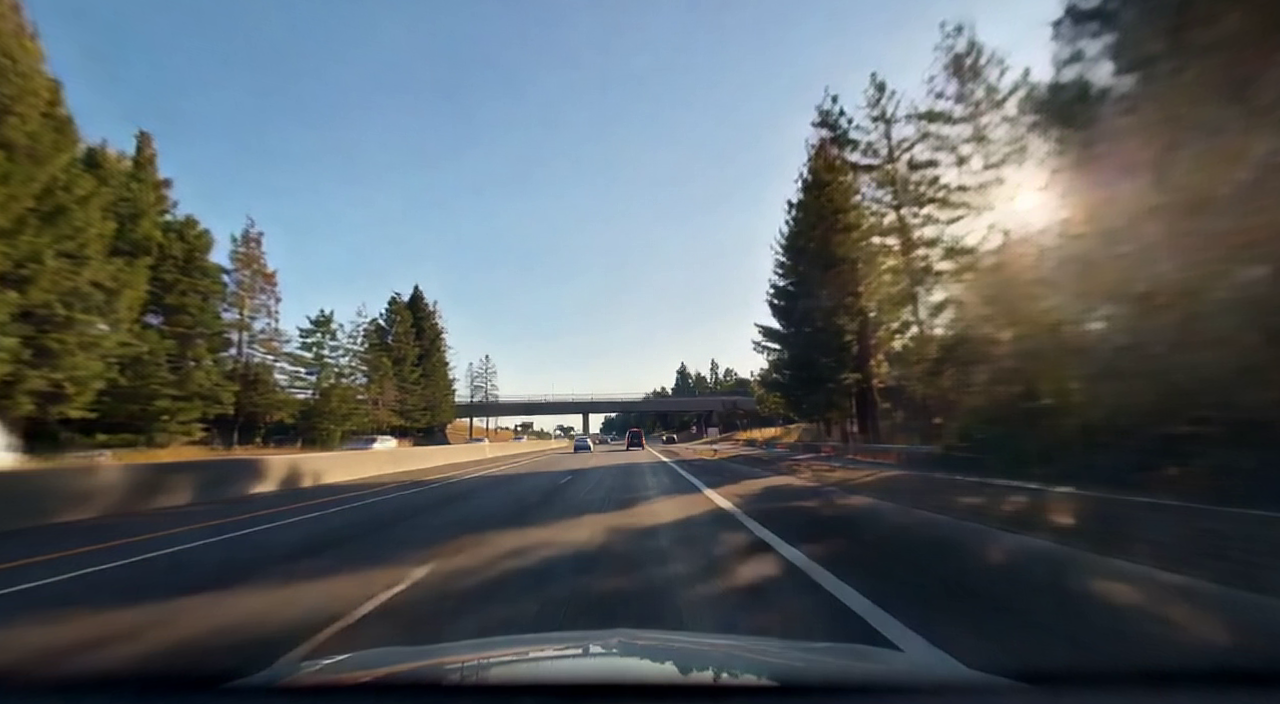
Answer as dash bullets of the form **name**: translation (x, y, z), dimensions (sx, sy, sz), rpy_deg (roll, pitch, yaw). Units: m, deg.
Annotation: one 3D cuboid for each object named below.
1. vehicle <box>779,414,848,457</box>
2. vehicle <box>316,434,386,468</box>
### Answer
- **vehicle**: translation (9.249, 4.493, 34.000), dimensions (2.123, 2.156, 4.679), rpy_deg (0, -8, -3)
- **vehicle**: translation (-16.742, 5.735, 36.729), dimensions (1.946, 1.804, 4.654), rpy_deg (0, -8, -1)
